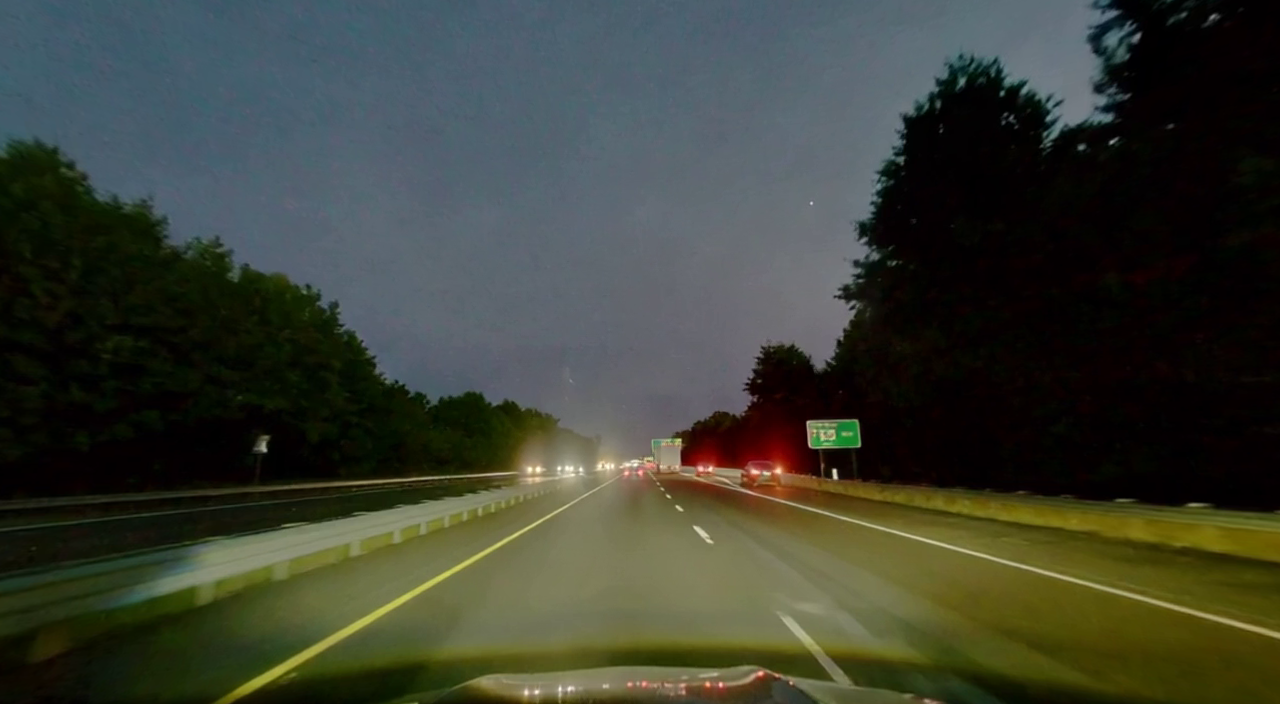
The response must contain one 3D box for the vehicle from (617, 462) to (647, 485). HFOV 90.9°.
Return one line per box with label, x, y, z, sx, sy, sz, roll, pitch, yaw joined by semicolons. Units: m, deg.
vehicle;-0.549;8.454;43.977;2.025;1.452;3.927;1;-10;0
